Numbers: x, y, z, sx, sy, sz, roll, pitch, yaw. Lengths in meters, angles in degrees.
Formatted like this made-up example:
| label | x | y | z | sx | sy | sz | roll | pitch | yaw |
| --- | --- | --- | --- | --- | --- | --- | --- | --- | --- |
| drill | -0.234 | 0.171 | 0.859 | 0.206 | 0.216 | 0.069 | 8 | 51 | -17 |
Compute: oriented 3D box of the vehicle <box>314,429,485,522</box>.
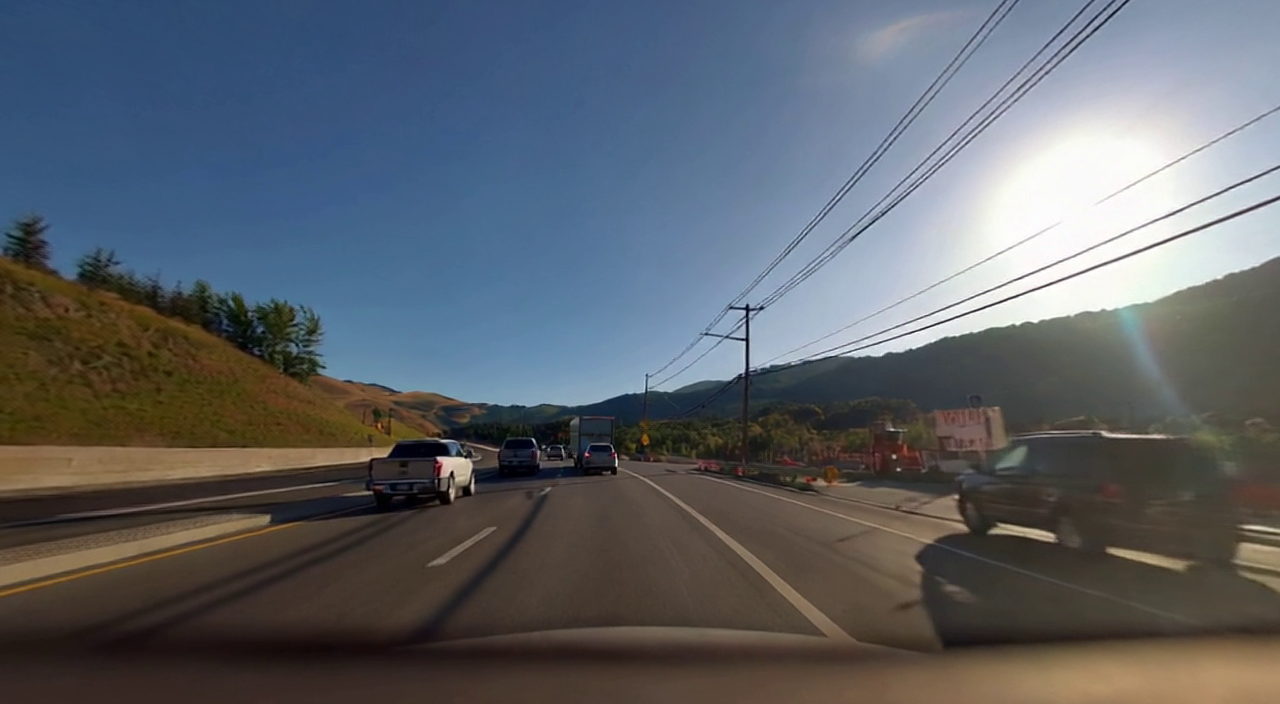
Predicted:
| label | x | y | z | sx | sy | sz | roll | pitch | yaw |
| --- | --- | --- | --- | --- | --- | --- | --- | --- | --- |
| vehicle | -5.080 | 2.651 | 14.180 | 2.185 | 1.721 | 4.550 | 0 | -9 | -2 |

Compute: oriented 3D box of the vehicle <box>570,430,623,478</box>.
| label | x | y | z | sx | sy | sz | roll | pitch | yaw |
| --- | --- | --- | --- | --- | --- | --- | --- | --- | --- |
| vehicle | -2.386 | 5.359 | 33.436 | 2.486 | 2.280 | 5.291 | 1 | -9 | -7 |

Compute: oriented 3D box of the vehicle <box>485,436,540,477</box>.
| label | x | y | z | sx | sy | sz | roll | pitch | yaw |
| --- | --- | --- | --- | --- | --- | --- | --- | --- | --- |
| vehicle | -6.906 | 5.720 | 34.845 | 2.345 | 2.012 | 5.693 | 1 | -9 | -6 |

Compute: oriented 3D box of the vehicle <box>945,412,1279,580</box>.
| label | x | y | z | sx | sy | sz | roll | pitch | yaw |
| --- | --- | --- | --- | --- | --- | --- | --- | --- | --- |
| vehicle | 6.618 | 1.858 | 9.029 | 2.058 | 1.747 | 4.585 | 0 | -9 | -2 |
